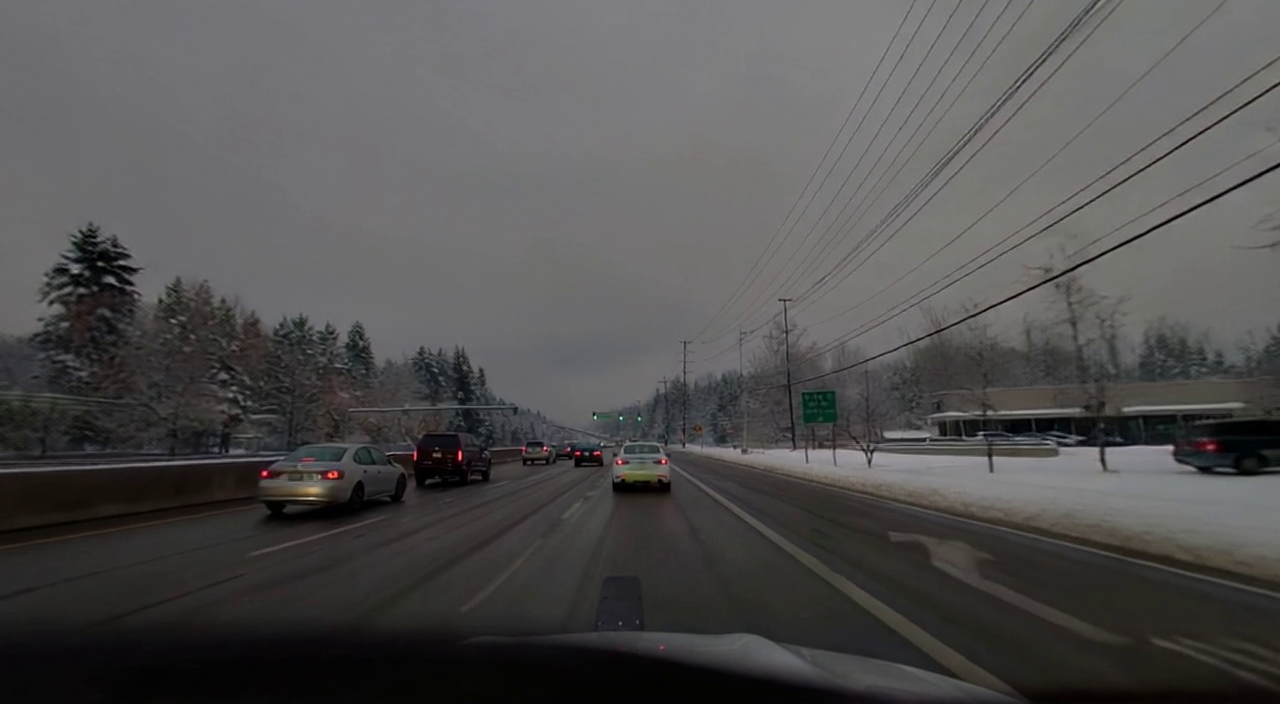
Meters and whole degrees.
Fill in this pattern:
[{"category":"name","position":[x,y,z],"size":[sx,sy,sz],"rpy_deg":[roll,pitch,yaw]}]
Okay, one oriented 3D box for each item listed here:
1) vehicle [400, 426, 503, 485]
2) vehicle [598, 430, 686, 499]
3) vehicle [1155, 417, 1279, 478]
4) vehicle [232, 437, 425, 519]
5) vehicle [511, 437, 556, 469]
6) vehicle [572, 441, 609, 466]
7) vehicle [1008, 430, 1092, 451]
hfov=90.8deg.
[{"category":"vehicle","position":[-6.696,3.734,23.146],"size":[2.144,1.905,4.967],"rpy_deg":[0,-8,1]},{"category":"vehicle","position":[0.023,3.057,17.551],"size":[2.140,1.653,4.108],"rpy_deg":[0,-8,-1]},{"category":"vehicle","position":[17.526,2.634,17.518],"size":[4.659,1.572,2.019],"rpy_deg":[0,-8,-1]},{"category":"vehicle","position":[-6.534,2.665,13.975],"size":[1.900,1.483,4.547],"rpy_deg":[0,-8,1]},{"category":"vehicle","position":[-6.240,5.966,37.488],"size":[1.914,1.756,4.179],"rpy_deg":[0,-8,0]},{"category":"vehicle","position":[-3.142,6.513,40.636],"size":[2.055,1.510,3.961],"rpy_deg":[0,-8,0]},{"category":"vehicle","position":[29.728,6.455,45.923],"size":[4.674,1.485,1.874],"rpy_deg":[-1,-8,6]}]
